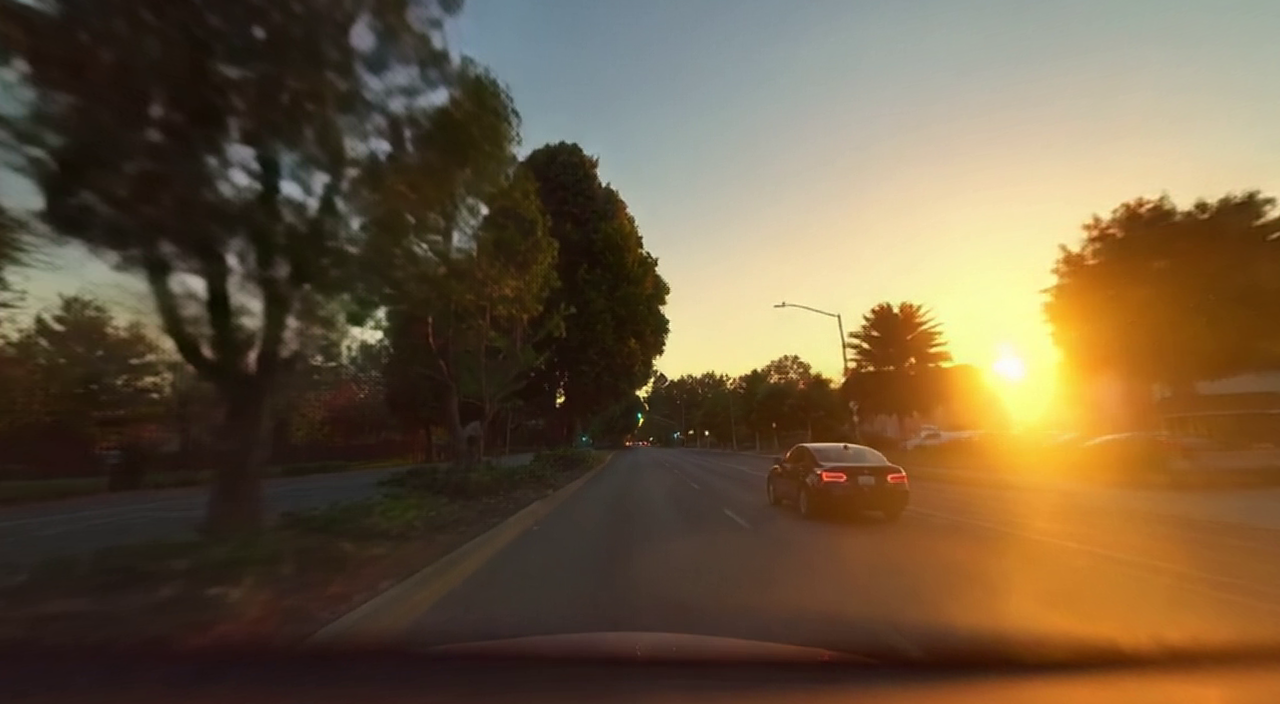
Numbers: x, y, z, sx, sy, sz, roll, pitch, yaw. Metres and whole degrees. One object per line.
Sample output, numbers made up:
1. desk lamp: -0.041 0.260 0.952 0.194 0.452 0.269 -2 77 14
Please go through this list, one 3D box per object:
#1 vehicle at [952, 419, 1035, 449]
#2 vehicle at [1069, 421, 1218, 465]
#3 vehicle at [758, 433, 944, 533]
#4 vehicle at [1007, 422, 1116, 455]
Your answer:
1. vehicle: 25.577 5.984 45.858 4.733 2.074 2.022 0 -9 -1
2. vehicle: 25.424 4.575 32.058 5.672 1.841 2.092 -3 -7 0
3. vehicle: 3.518 2.256 11.439 1.852 1.453 4.083 0 -9 -1
4. vehicle: 24.691 5.109 37.185 4.672 1.810 2.367 0 -9 -1
